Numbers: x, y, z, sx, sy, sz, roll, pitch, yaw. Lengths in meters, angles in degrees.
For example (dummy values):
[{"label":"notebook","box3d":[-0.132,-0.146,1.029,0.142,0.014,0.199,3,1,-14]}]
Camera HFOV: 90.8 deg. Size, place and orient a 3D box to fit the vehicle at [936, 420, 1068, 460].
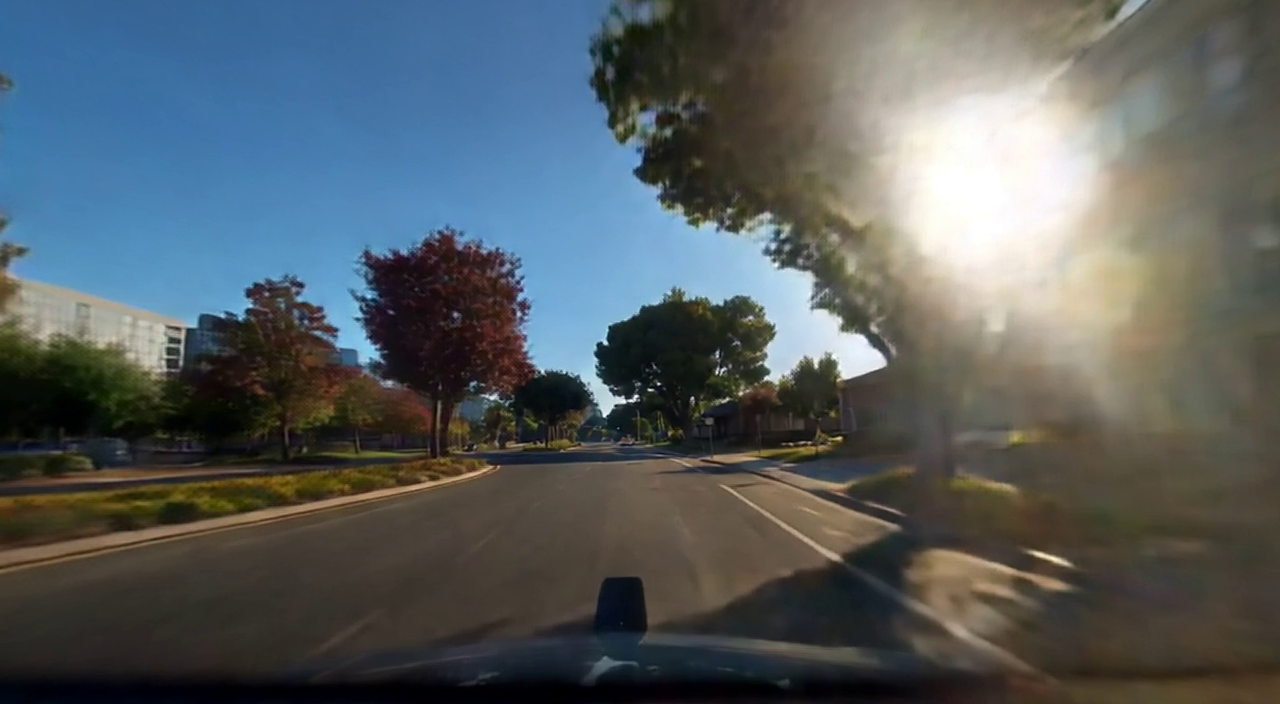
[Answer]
[{"label":"vehicle","box3d":[14.867,3.678,26.128,4.198,1.561,1.937,0,-10,1]}]
